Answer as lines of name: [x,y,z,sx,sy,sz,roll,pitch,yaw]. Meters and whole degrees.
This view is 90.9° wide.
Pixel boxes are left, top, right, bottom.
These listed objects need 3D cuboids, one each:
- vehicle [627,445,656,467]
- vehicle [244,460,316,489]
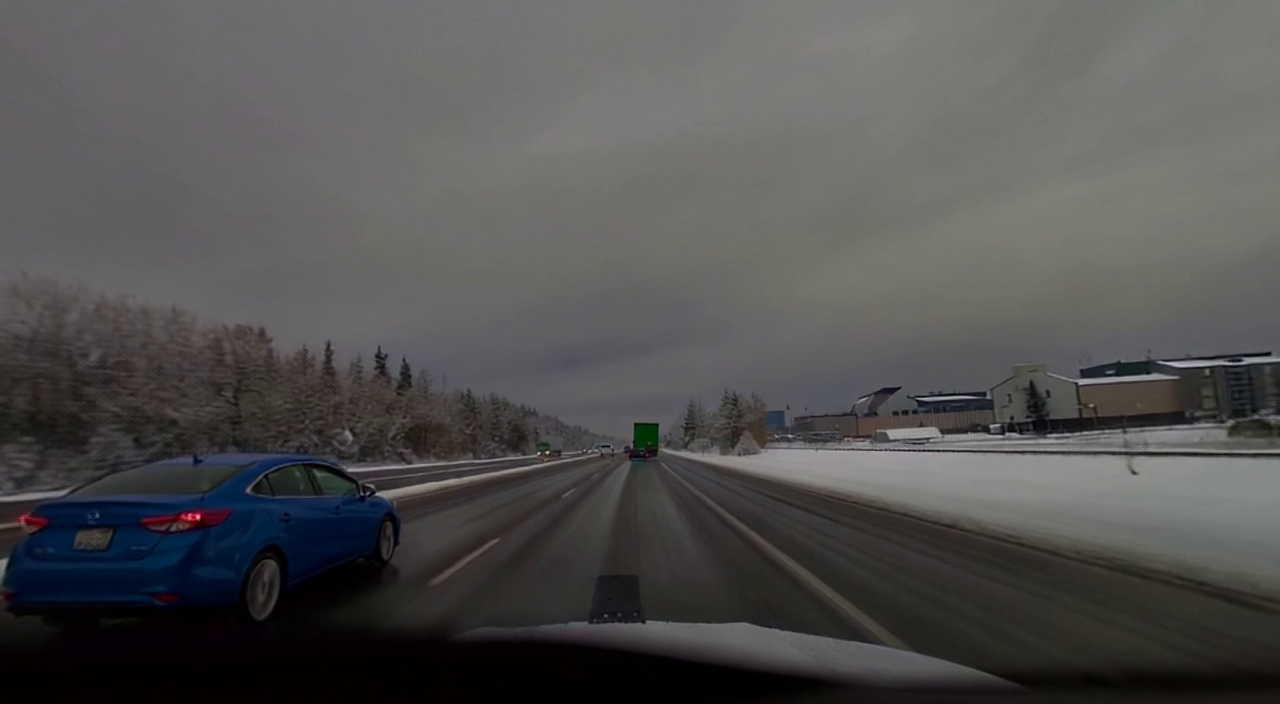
vehicle: [0.086,7.880,47.800,2.094,1.559,3.945,0,-9,0]
vehicle: [-19.508,6.610,34.310,1.646,1.399,3.733,-1,-9,1]
